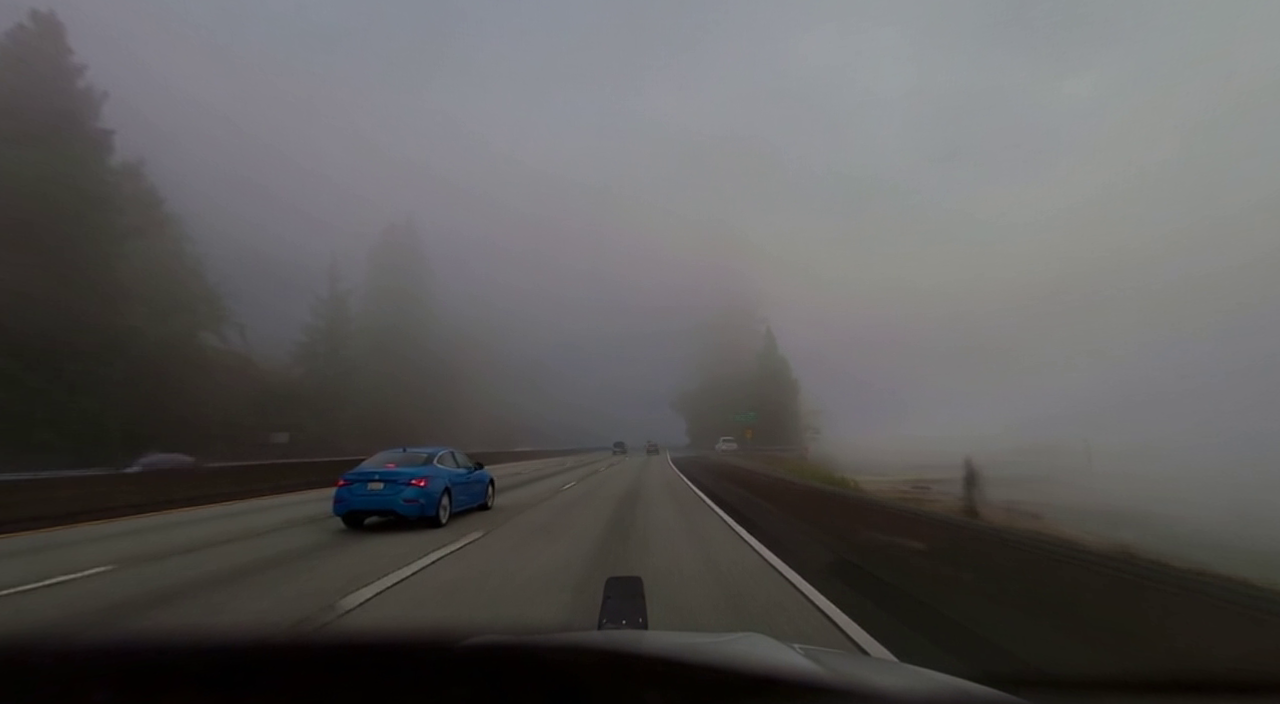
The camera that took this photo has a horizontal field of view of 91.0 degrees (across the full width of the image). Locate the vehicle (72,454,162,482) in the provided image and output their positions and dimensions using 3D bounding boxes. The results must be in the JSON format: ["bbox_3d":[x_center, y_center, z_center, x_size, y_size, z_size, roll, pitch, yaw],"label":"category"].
[{"bbox_3d":[-34.470,7.617,41.660,1.832,1.687,4.502,-1,-9,6],"label":"vehicle"}]

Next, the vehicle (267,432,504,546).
[{"bbox_3d":[-3.821,2.136,10.519,1.996,1.454,4.495,-1,-9,1],"label":"vehicle"}]
